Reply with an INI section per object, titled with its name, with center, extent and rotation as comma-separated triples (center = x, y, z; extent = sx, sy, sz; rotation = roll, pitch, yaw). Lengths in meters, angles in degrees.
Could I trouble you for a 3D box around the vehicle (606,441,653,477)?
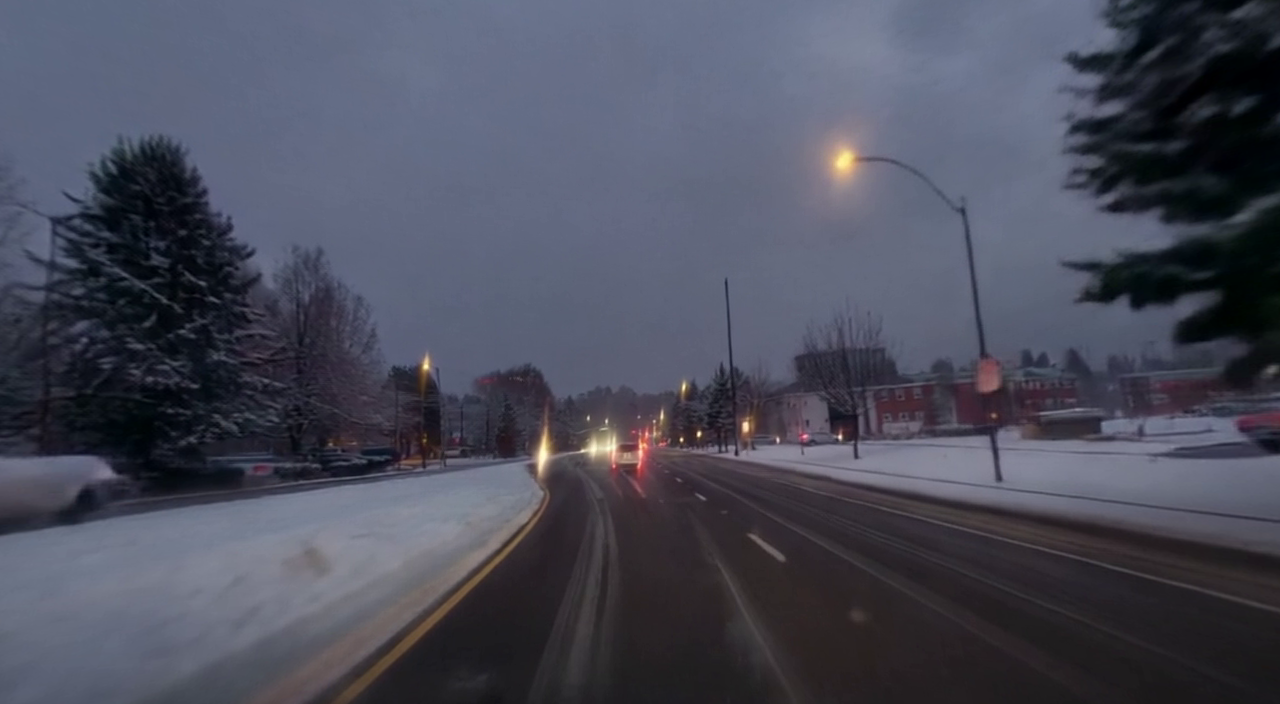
[vehicle]
center = -0.510, 5.256, 31.284
extent = 2.181, 1.639, 4.127
rotation = 0, -9, -1
